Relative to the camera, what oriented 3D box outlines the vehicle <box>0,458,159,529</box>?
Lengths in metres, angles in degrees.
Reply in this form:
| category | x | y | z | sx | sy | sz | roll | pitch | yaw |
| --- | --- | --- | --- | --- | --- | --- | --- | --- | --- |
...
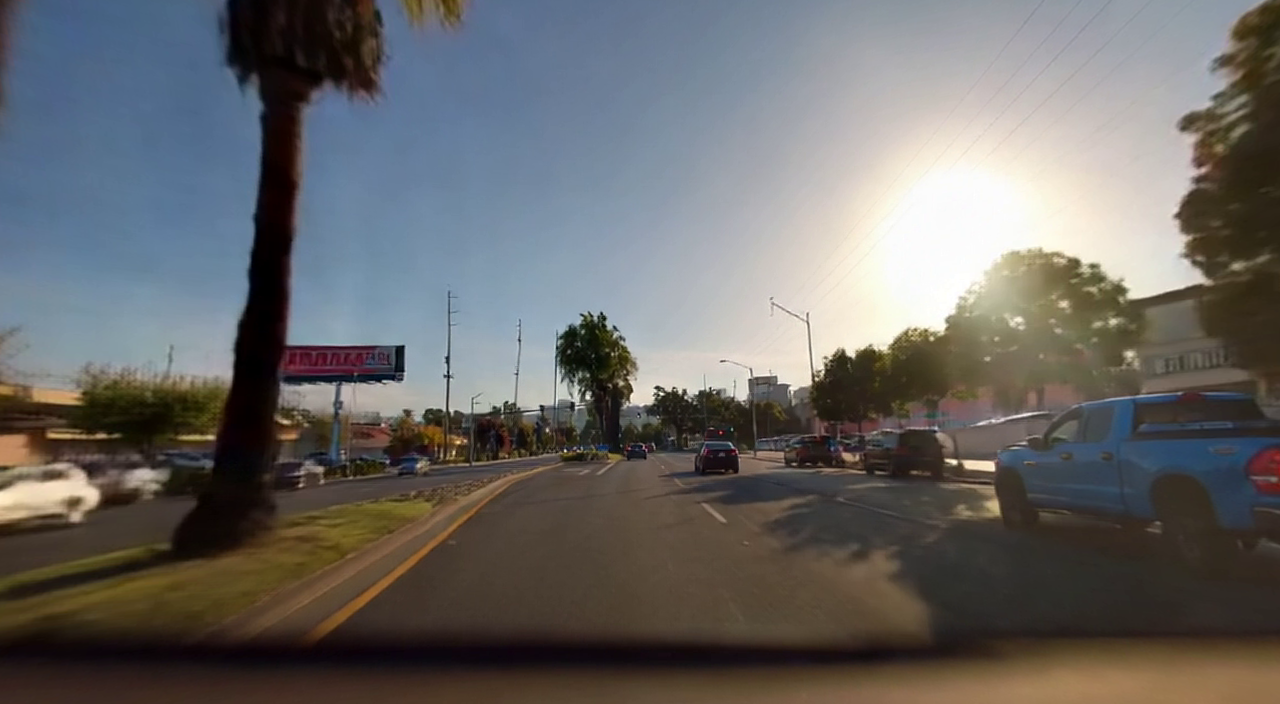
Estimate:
| category | x | y | z | sx | sy | sz | roll | pitch | yaw |
| --- | --- | --- | --- | --- | --- | --- | --- | --- | --- |
| vehicle | -15.324 | 3.522 | 16.144 | 2.174 | 1.509 | 4.958 | -1 | -9 | 0 |

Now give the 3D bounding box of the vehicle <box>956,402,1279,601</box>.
| category | x | y | z | sx | sy | sz | roll | pitch | yaw |
| --- | --- | --- | --- | --- | --- | --- | --- | --- | --- |
| vehicle | 6.294 | 1.598 | 7.632 | 2.140 | 1.606 | 5.437 | 0 | -9 | 0 |

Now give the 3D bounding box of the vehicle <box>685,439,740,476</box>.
| category | x | y | z | sx | sy | sz | roll | pitch | yaw |
| --- | --- | --- | --- | --- | --- | --- | --- | --- | --- |
| vehicle | 3.231 | 4.828 | 29.076 | 1.889 | 1.541 | 4.303 | 0 | -9 | -2 |

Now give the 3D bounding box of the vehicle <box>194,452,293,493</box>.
| category | x | y | z | sx | sy | sz | roll | pitch | yaw |
| --- | --- | --- | --- | --- | --- | --- | --- | --- | --- |
| vehicle | -19.004 | 5.772 | 30.580 | 1.913 | 1.679 | 4.543 | -3 | -9 | 0 |

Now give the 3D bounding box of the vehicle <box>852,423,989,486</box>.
| category | x | y | z | sx | sy | sz | roll | pitch | yaw |
| --- | --- | --- | --- | --- | --- | --- | --- | --- | --- |
| vehicle | 10.420 | 3.890 | 24.208 | 2.417 | 2.061 | 5.980 | 0 | -9 | -1 |
